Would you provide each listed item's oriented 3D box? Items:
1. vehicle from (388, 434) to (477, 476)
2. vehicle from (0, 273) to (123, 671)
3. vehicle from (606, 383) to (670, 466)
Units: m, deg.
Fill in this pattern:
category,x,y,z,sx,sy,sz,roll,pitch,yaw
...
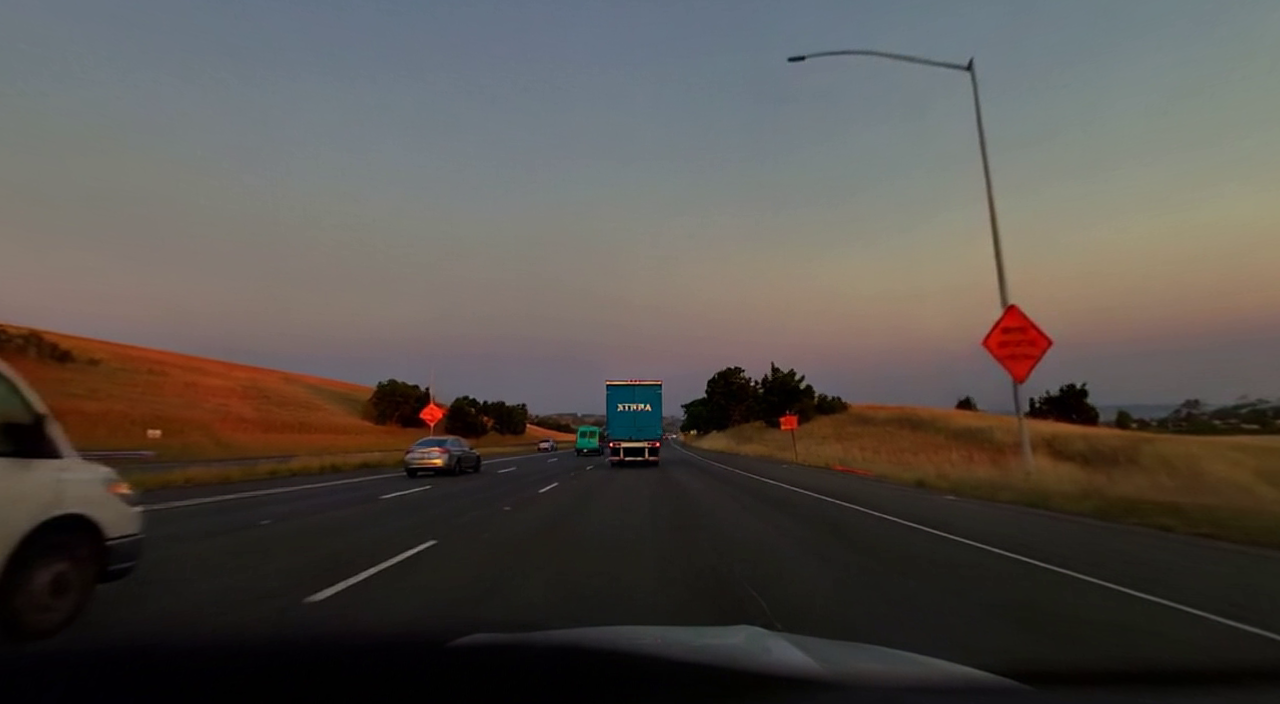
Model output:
category,x,y,z,sx,sy,sz,roll,pitch,yaw
vehicle,-8.255,4.149,25.517,1.915,1.506,4.594,0,-8,1
vehicle,-4.720,0.285,1.017,2.584,2.082,5.968,0,-8,1
vehicle,-0.171,4.547,36.920,3.183,4.011,9.617,-1,-11,-1
